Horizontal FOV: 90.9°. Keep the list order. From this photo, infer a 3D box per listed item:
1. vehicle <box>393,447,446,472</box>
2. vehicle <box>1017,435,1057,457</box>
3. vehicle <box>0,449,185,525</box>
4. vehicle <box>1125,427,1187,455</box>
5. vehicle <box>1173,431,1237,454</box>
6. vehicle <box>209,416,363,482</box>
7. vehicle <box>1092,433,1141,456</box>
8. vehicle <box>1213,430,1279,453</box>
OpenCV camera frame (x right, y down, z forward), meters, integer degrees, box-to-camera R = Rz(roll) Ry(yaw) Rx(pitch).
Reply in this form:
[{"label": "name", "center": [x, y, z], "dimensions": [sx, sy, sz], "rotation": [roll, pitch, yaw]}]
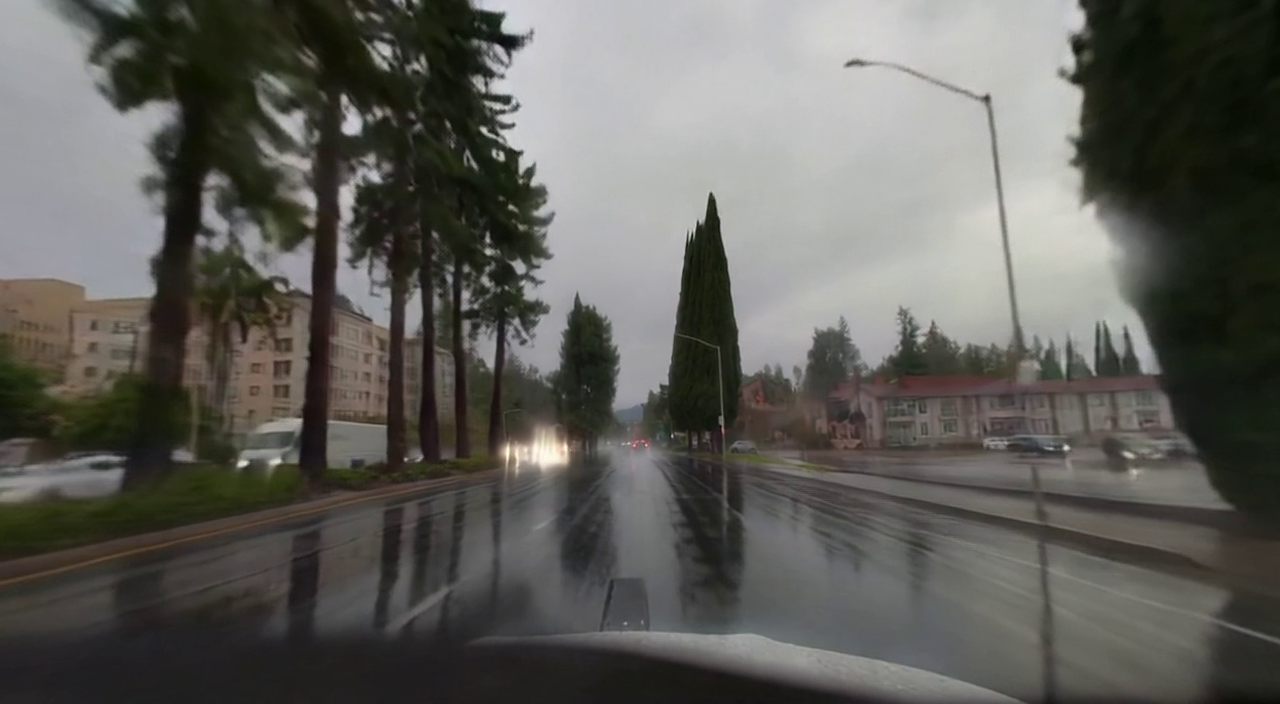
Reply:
[{"label": "vehicle", "center": [-14.119, 6.892, 40.615], "dimensions": [1.830, 1.474, 4.623], "rotation": [0, -8, -2]}, {"label": "vehicle", "center": [27.143, 6.433, 43.192], "dimensions": [2.002, 1.460, 4.533], "rotation": [-5, -9, 29]}, {"label": "vehicle", "center": [-13.827, 3.148, 15.374], "dimensions": [1.914, 1.496, 4.742], "rotation": [0, -8, 0]}, {"label": "vehicle", "center": [35.690, 6.191, 43.719], "dimensions": [2.129, 1.846, 4.542], "rotation": [-4, -9, 24]}, {"label": "vehicle", "center": [38.211, 6.152, 42.739], "dimensions": [1.894, 1.462, 4.345], "rotation": [-4, -9, 24]}, {"label": "vehicle", "center": [-20.965, 5.900, 38.594], "dimensions": [3.141, 3.464, 11.209], "rotation": [0, -8, -1]}, {"label": "vehicle", "center": [32.803, 6.373, 43.485], "dimensions": [1.826, 1.478, 4.336], "rotation": [-4, -9, 26]}, {"label": "vehicle", "center": [41.725, 6.202, 43.414], "dimensions": [1.895, 1.496, 3.889], "rotation": [-3, -9, 20]}]
